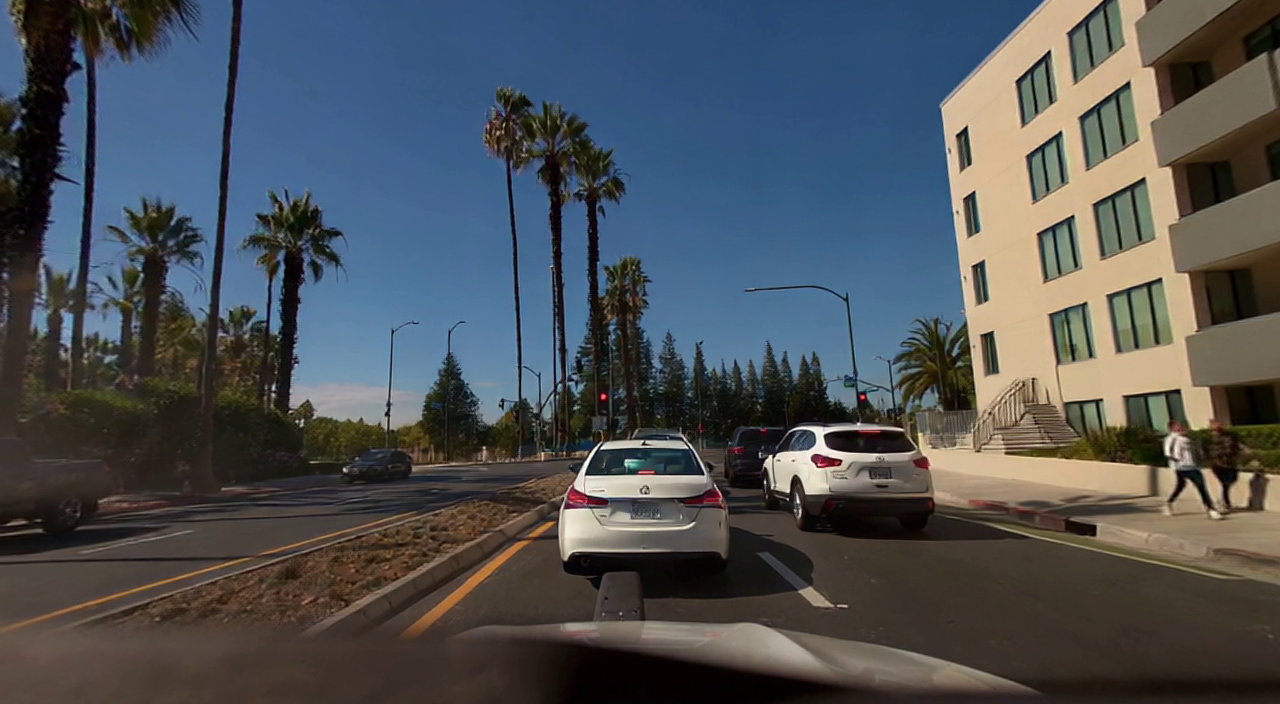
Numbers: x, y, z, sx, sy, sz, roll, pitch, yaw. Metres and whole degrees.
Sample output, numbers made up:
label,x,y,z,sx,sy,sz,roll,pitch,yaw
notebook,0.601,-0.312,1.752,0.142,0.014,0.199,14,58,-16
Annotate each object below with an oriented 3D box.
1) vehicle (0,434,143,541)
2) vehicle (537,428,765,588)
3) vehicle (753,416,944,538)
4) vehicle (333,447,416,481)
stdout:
label,x,y,z,sx,sy,sz,roll,pitch,yaw
vehicle,-13.055,2.718,12.289,2.240,1.964,5.707,-6,-8,0
vehicle,0.144,1.736,7.865,2.088,1.452,3.993,0,-8,1
vehicle,3.399,2.131,11.341,2.003,1.733,4.319,0,-8,1
vehicle,-13.187,5.565,31.709,1.965,1.507,4.725,-1,-8,2
